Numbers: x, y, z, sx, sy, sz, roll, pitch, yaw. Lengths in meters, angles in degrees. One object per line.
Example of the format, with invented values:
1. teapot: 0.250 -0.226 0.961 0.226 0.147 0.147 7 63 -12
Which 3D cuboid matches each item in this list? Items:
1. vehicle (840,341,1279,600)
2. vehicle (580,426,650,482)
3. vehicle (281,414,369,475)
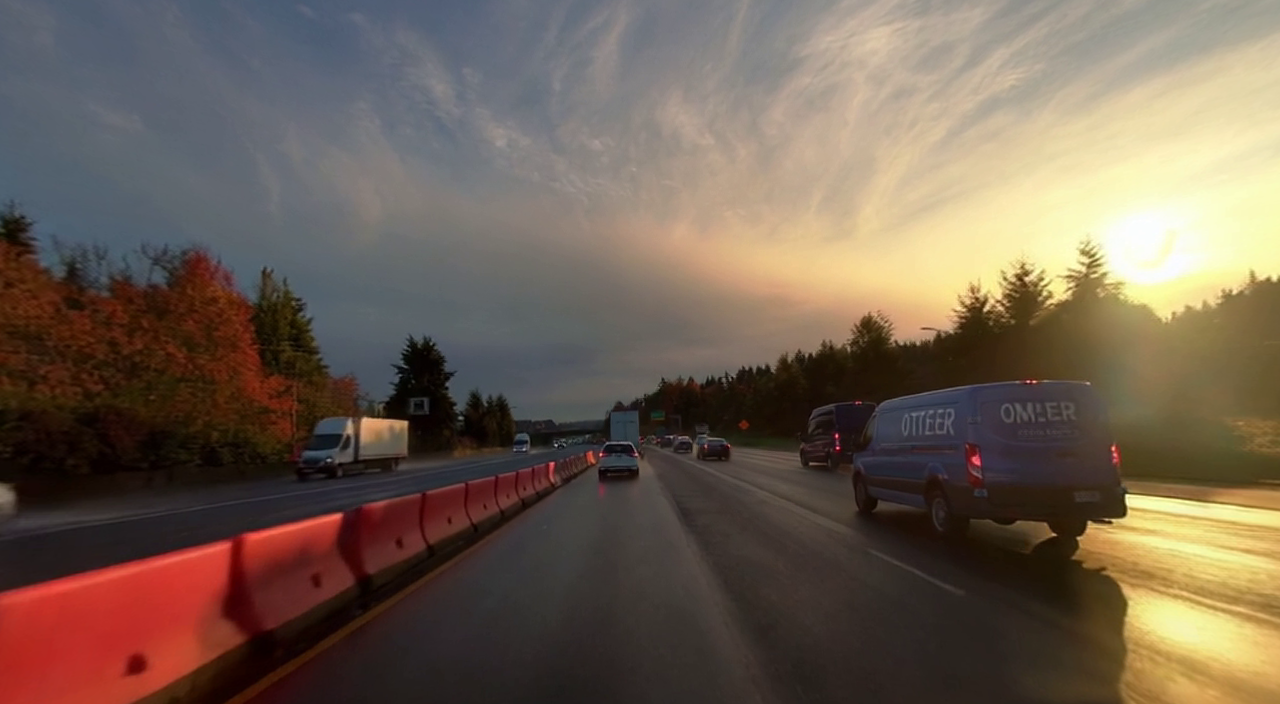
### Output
1. vehicle: 4.436 1.266 7.533 2.223 2.008 5.121 0 -8 -2
2. vehicle: -0.765 3.326 20.717 2.100 1.636 3.620 0 -8 -1
3. vehicle: -21.768 6.384 43.856 2.977 3.918 5.877 0 -8 0
